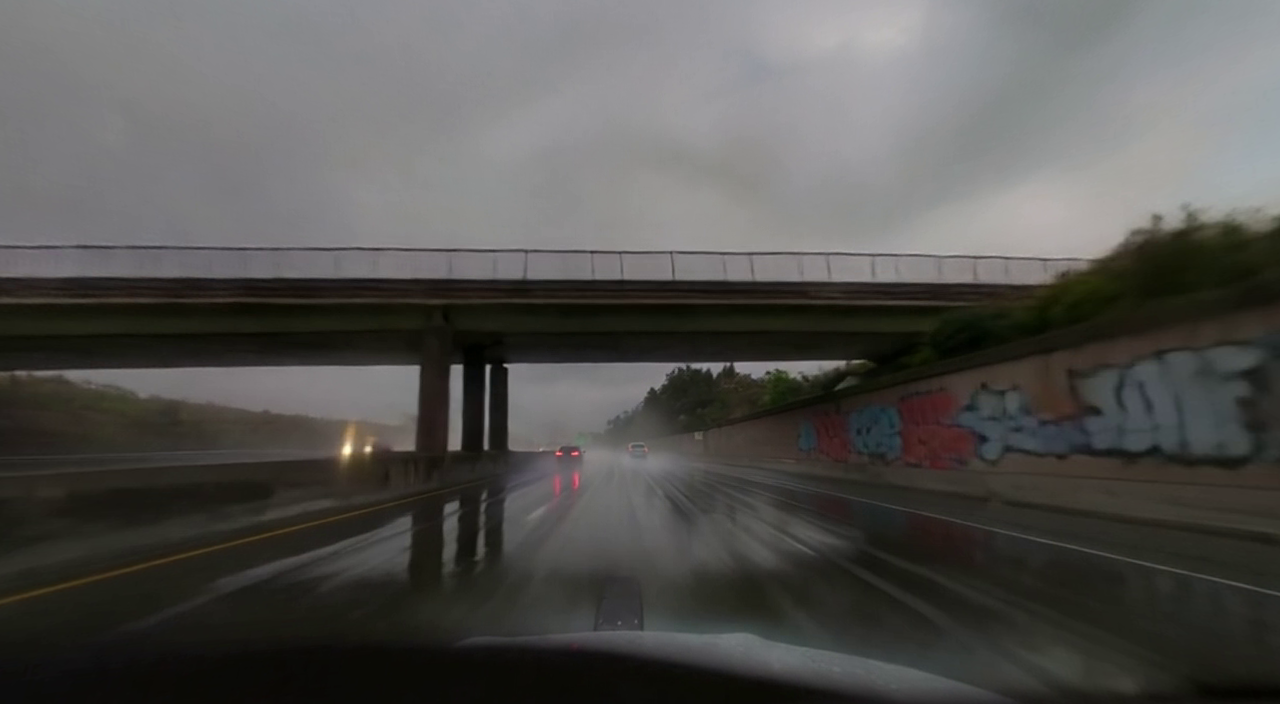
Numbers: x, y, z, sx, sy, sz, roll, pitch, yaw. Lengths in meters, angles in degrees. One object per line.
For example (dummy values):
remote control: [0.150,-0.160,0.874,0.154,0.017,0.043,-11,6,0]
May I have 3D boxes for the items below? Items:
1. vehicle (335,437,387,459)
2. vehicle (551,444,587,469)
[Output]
vehicle: [-20.952,7.229,47.398,1.973,1.585,4.484,0,-9,-2]
vehicle: [-4.341,6.478,39.040,1.871,1.459,3.771,0,-9,-1]
